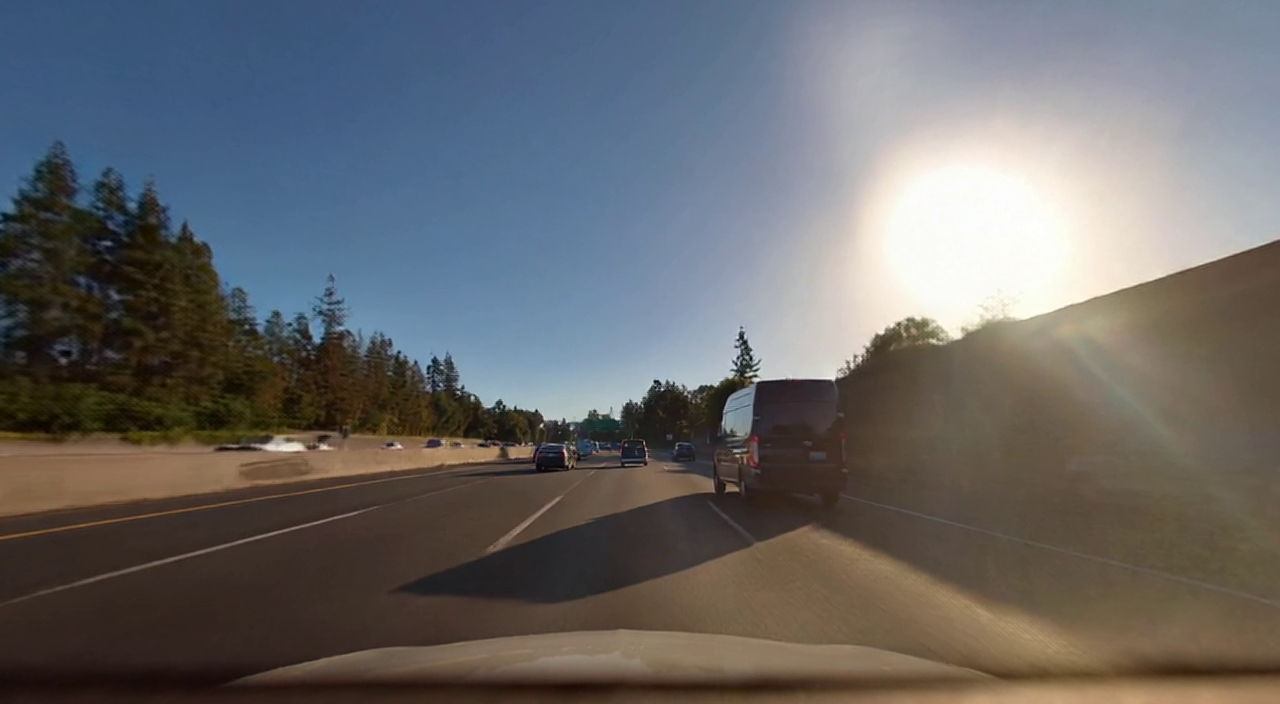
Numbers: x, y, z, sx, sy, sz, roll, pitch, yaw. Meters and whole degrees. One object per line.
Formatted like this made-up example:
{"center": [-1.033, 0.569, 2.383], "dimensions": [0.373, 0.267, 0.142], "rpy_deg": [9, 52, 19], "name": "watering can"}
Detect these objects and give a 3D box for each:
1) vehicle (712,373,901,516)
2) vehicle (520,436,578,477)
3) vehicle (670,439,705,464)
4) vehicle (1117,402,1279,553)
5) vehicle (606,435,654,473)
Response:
{"center": [3.537, 2.216, 15.322], "dimensions": [2.631, 2.709, 6.496], "rpy_deg": [0, -8, -2], "name": "vehicle"}
{"center": [-4.118, 4.793, 29.260], "dimensions": [2.023, 1.709, 4.263], "rpy_deg": [0, -8, 0], "name": "vehicle"}
{"center": [3.526, 7.433, 47.424], "dimensions": [2.160, 1.759, 4.214], "rpy_deg": [0, -8, -1], "name": "vehicle"}
{"center": [9.643, 1.675, 8.474], "dimensions": [2.344, 1.967, 5.275], "rpy_deg": [0, -8, 0], "name": "vehicle"}
{"center": [-0.511, 5.248, 32.732], "dimensions": [2.297, 1.783, 4.355], "rpy_deg": [0, -8, -1], "name": "vehicle"}
